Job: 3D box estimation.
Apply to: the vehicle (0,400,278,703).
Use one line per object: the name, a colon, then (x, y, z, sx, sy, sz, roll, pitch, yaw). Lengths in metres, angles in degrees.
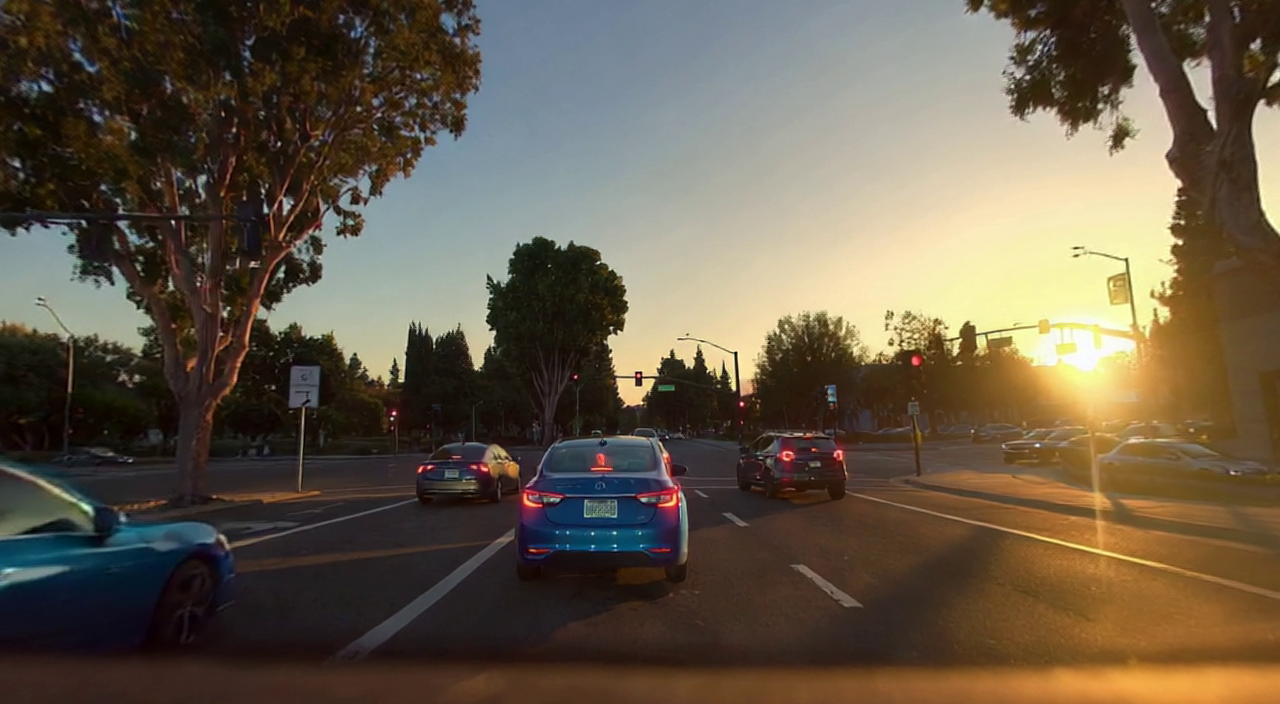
vehicle: (-3.741, 0.928, 2.486, 2.074, 1.485, 4.395, 0, -8, -1)

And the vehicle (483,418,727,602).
vehicle: (-0.358, 1.641, 7.495, 2.045, 1.533, 4.183, 0, -8, -2)

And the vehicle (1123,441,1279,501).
vehicle: (15.177, 3.030, 16.273, 3.951, 1.418, 1.842, 0, -8, -3)

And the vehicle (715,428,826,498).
vehicle: (3.427, 3.008, 17.510, 2.028, 1.678, 4.220, 0, -8, -2)

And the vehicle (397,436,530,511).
vehicle: (-3.781, 2.663, 14.293, 1.998, 1.452, 3.773, 0, -8, -2)
